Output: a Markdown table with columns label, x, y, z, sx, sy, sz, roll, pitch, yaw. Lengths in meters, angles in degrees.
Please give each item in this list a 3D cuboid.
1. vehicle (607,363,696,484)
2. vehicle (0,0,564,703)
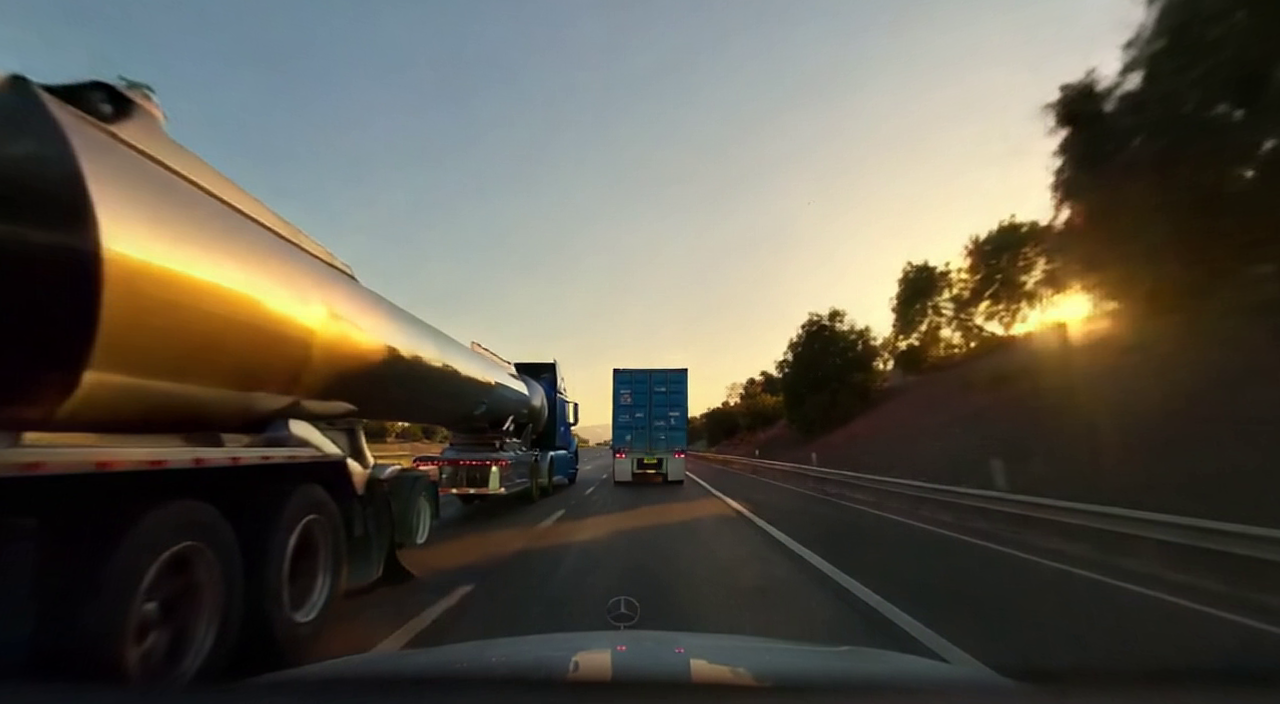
| label | x | y | z | sx | sy | sz | roll | pitch | yaw |
| --- | --- | --- | --- | --- | --- | --- | --- | --- | --- |
| vehicle | 0.439 | 3.209 | 26.699 | 2.942 | 4.003 | 11.297 | 0 | -9 | 1 |
| vehicle | -3.877 | 0.930 | 9.853 | 3.267 | 3.655 | 17.154 | 0 | -8 | 0 |
